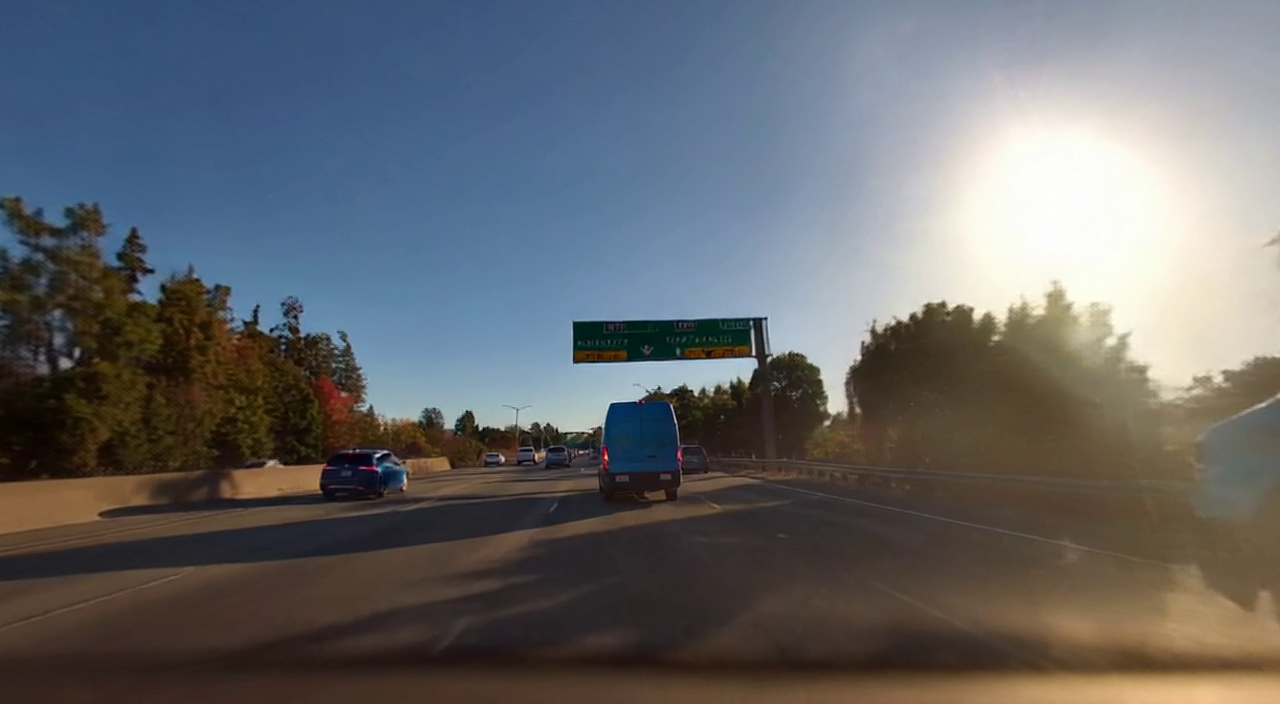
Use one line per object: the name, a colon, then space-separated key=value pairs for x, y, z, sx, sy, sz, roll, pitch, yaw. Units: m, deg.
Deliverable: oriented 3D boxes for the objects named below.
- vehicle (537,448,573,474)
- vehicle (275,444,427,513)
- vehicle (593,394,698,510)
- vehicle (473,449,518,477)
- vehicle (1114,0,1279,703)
vehicle: x=-5.344 y=6.873 z=39.799 sx=2.002 sy=1.536 sz=4.021 roll=0 pitch=-9 yaw=-5
vehicle: x=-7.162 y=3.150 z=16.147 sx=2.003 sy=1.498 sz=4.386 roll=0 pitch=-9 yaw=-3
vehicle: x=-0.072 y=2.605 z=16.559 sx=2.268 sy=2.551 sz=5.144 roll=0 pitch=-9 yaw=-5
vehicle: x=-8.407 y=6.453 z=36.792 sx=2.026 sy=1.506 sz=4.102 roll=0 pitch=-9 yaw=-5
vehicle: x=4.672 y=-0.337 z=0.811 sx=2.959 sy=3.648 sz=6.040 roll=0 pitch=-9 yaw=-3
